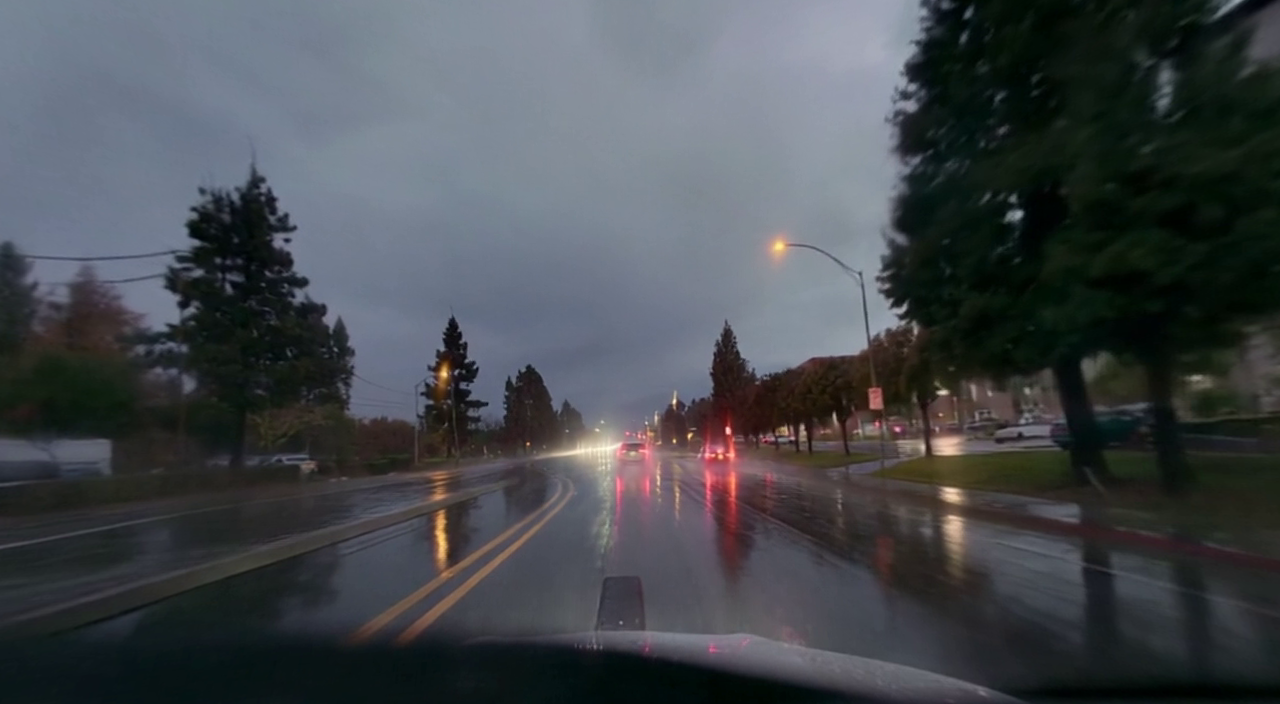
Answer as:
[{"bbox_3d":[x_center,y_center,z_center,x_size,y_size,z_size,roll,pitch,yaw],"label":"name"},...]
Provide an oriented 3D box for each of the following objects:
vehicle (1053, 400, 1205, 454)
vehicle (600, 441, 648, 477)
[{"bbox_3d":[16.943,2.603,22.023,3.864,1.527,1.674,-4,-7,-3],"label":"vehicle"},{"bbox_3d":[-0.793,5.208,30.926,2.181,1.639,4.127,0,-9,-2],"label":"vehicle"}]
